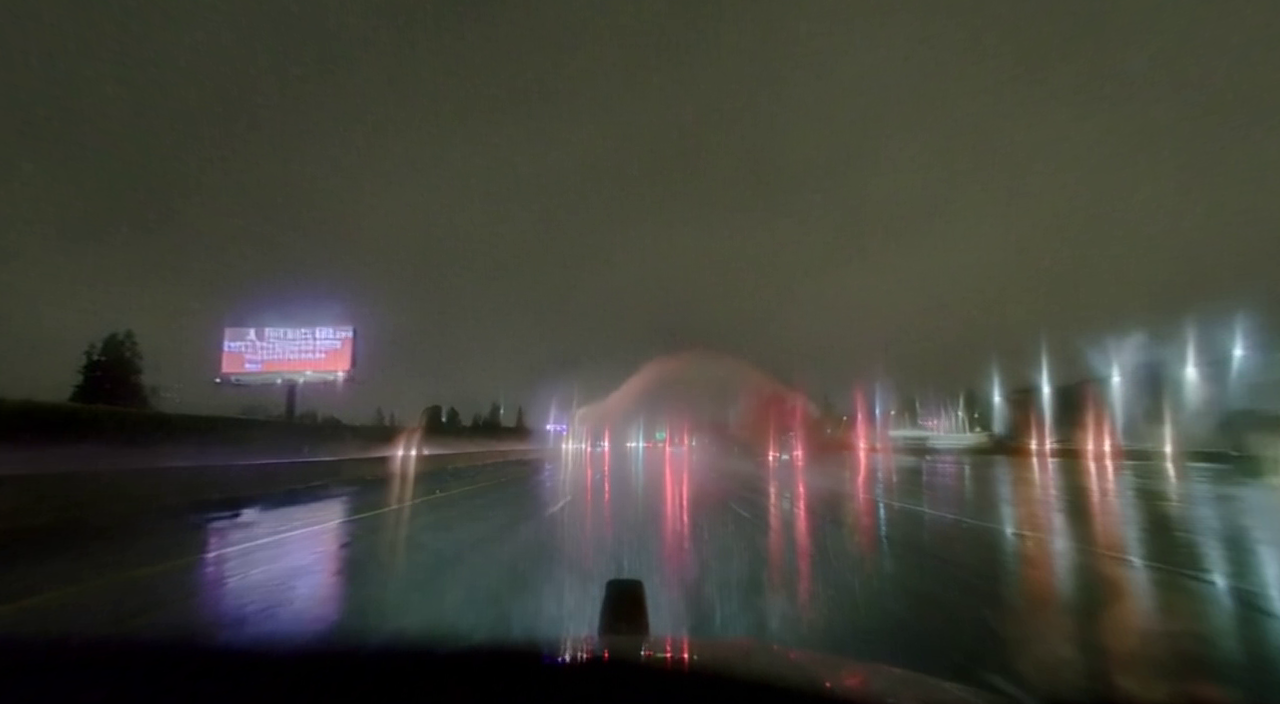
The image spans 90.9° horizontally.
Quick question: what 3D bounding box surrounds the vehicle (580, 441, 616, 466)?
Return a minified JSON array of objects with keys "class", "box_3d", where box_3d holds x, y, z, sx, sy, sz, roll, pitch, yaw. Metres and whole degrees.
[{"class":"vehicle","box_3d":[-3.039,7.467,46.596,2.319,1.738,4.355,0,-8,0]}]
